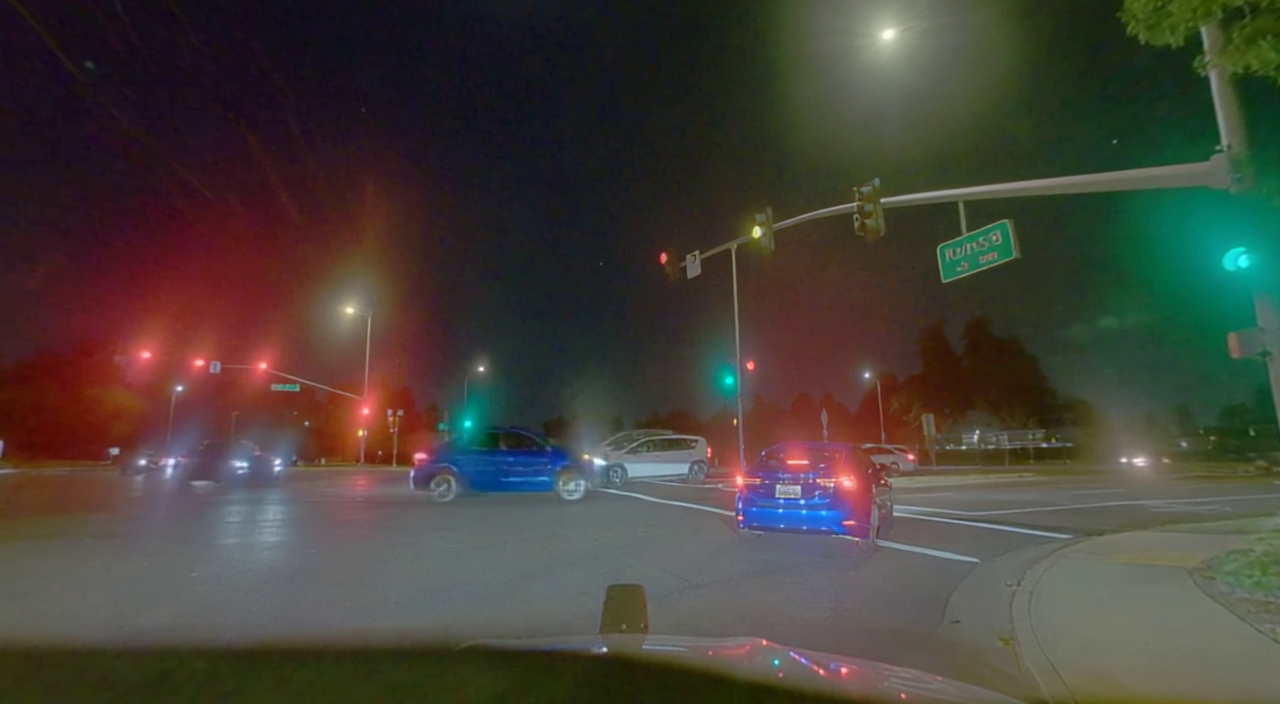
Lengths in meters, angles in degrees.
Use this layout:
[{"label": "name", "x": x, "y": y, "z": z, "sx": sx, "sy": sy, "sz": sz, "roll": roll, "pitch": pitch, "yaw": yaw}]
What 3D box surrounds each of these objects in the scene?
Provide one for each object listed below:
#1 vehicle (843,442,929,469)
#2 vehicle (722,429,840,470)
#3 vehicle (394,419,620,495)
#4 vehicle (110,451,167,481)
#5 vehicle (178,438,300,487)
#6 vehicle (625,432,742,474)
[{"label": "vehicle", "x": 13.832, "y": 5.792, "z": 35.421, "sx": 4.457, "sy": 1.429, "sz": 1.862, "roll": 4, "pitch": -9, "yaw": -26}, {"label": "vehicle", "x": 7.303, "y": 5.056, "z": 32.538, "sx": 5.791, "sy": 1.964, "sz": 2.199, "roll": 5, "pitch": -10, "yaw": -26}, {"label": "vehicle", "x": -3.398, "y": 2.764, "z": 16.826, "sx": 5.332, "sy": 1.807, "sz": 2.450, "roll": -2, "pitch": -9, "yaw": 9}, {"label": "vehicle", "x": -27.331, "y": 6.123, "z": 34.286, "sx": 1.953, "sy": 1.462, "sz": 4.589, "roll": 7, "pitch": -11, "yaw": -42}, {"label": "vehicle", "x": -13.966, "y": 3.767, "z": 21.852, "sx": 4.826, "sy": 1.484, "sz": 2.000, "roll": -7, "pitch": -11, "yaw": 38}, {"label": "vehicle", "x": 1.814, "y": 4.158, "z": 26.156, "sx": 4.483, "sy": 1.589, "sz": 1.852, "roll": 4, "pitch": -9, "yaw": -26}]
